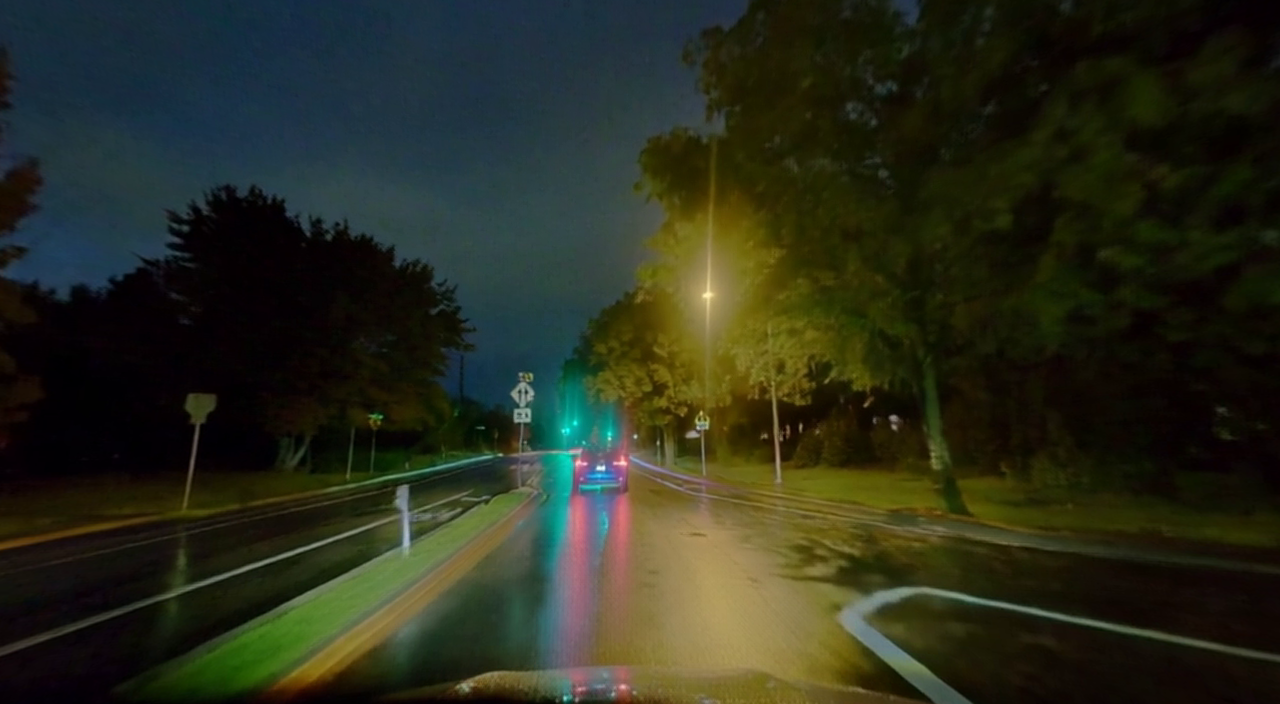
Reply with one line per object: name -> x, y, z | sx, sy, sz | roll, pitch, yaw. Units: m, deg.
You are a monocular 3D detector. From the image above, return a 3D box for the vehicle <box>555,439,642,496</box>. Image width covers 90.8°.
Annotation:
vehicle -> -1.295, 3.406, 19.111 | 2.295, 1.510, 4.364 | 1, -8, -5
